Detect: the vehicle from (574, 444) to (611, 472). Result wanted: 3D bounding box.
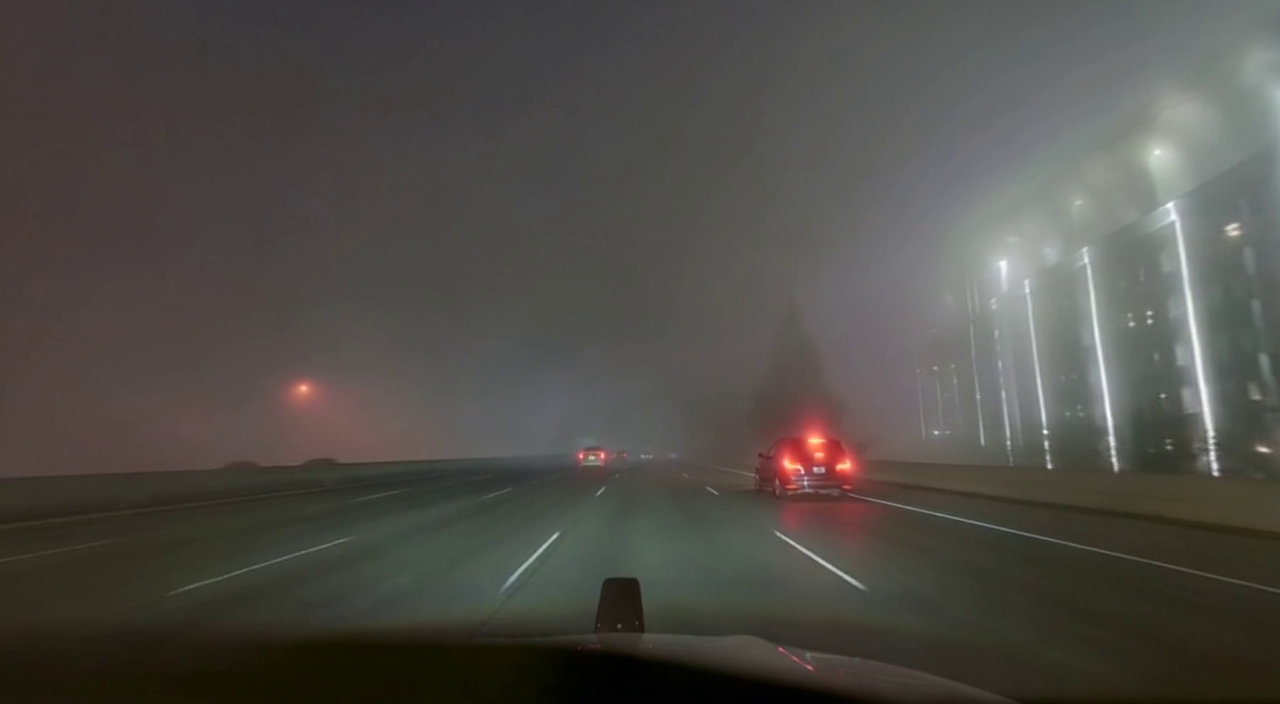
[{"bbox_3d":[-3.084,7.039,42.069,2.075,1.721,4.763,0,-9,0],"label":"vehicle"}]

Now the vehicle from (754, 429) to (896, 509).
[{"bbox_3d":[4.457,2.908,16.093,2.170,1.733,4.631,0,-9,-1],"label":"vehicle"}]
